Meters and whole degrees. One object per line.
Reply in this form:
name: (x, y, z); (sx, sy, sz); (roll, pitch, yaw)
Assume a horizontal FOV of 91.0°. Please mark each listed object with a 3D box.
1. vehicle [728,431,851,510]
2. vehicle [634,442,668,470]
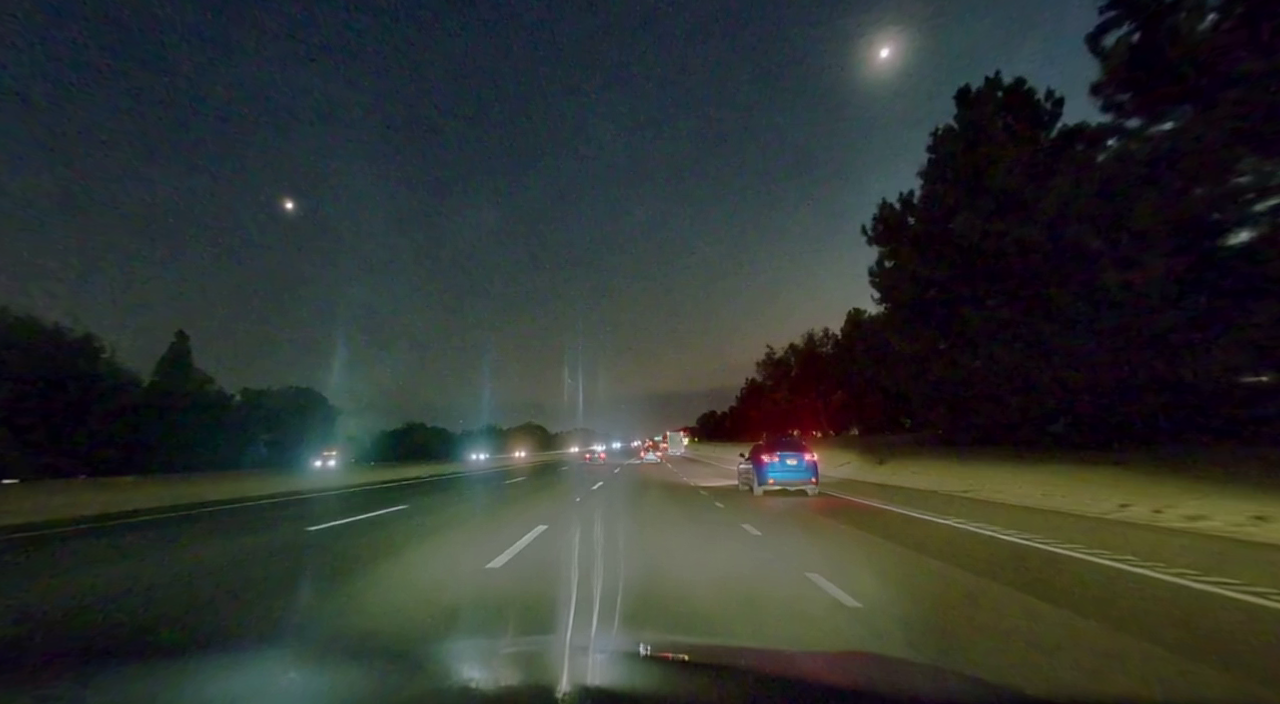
vehicle: (3.639, 2.981, 16.245); (2.082, 1.720, 4.393); (0, -9, 0)
vehicle: (0.719, 7.055, 42.920); (2.205, 1.785, 4.423); (0, -9, 0)
